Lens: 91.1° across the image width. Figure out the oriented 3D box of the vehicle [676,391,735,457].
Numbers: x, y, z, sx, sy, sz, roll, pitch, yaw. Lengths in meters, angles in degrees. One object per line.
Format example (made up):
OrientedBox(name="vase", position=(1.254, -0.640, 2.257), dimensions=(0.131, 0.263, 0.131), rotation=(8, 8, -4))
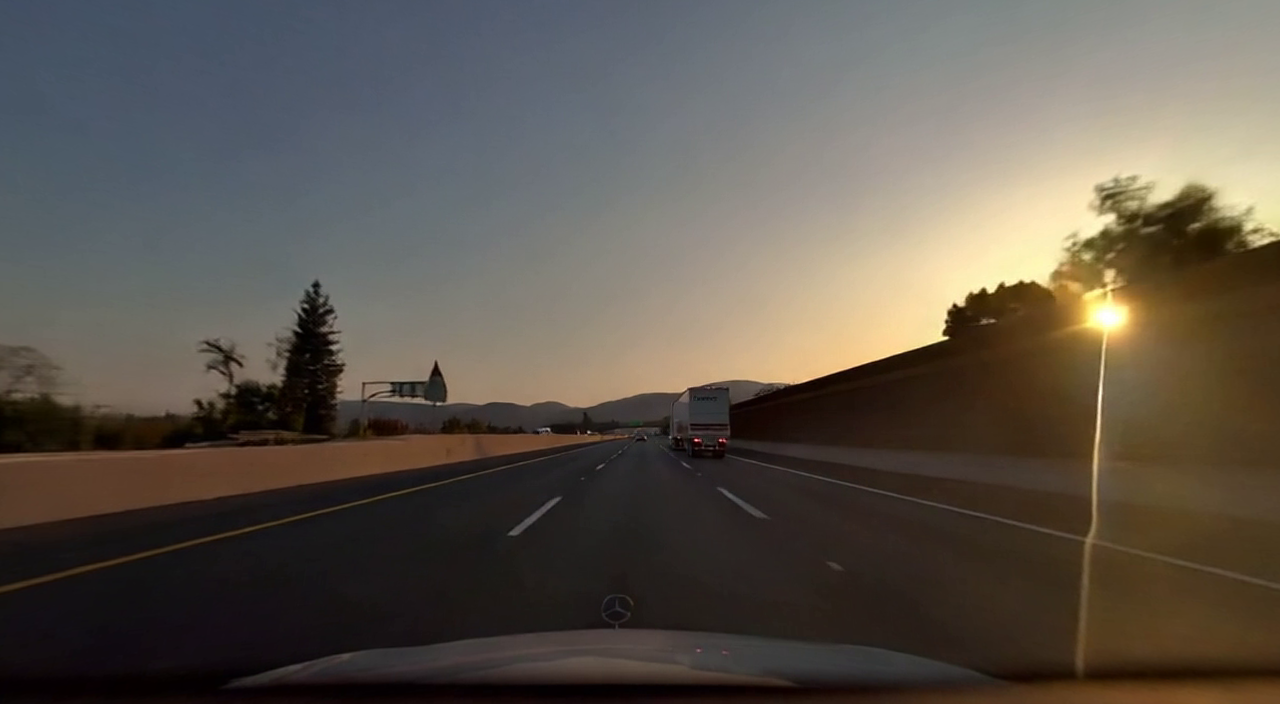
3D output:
OrientedBox(name="vehicle", position=(4.407, 5.331, 45.475), dimensions=(2.920, 4.029, 13.900), rotation=(0, -8, 1))
